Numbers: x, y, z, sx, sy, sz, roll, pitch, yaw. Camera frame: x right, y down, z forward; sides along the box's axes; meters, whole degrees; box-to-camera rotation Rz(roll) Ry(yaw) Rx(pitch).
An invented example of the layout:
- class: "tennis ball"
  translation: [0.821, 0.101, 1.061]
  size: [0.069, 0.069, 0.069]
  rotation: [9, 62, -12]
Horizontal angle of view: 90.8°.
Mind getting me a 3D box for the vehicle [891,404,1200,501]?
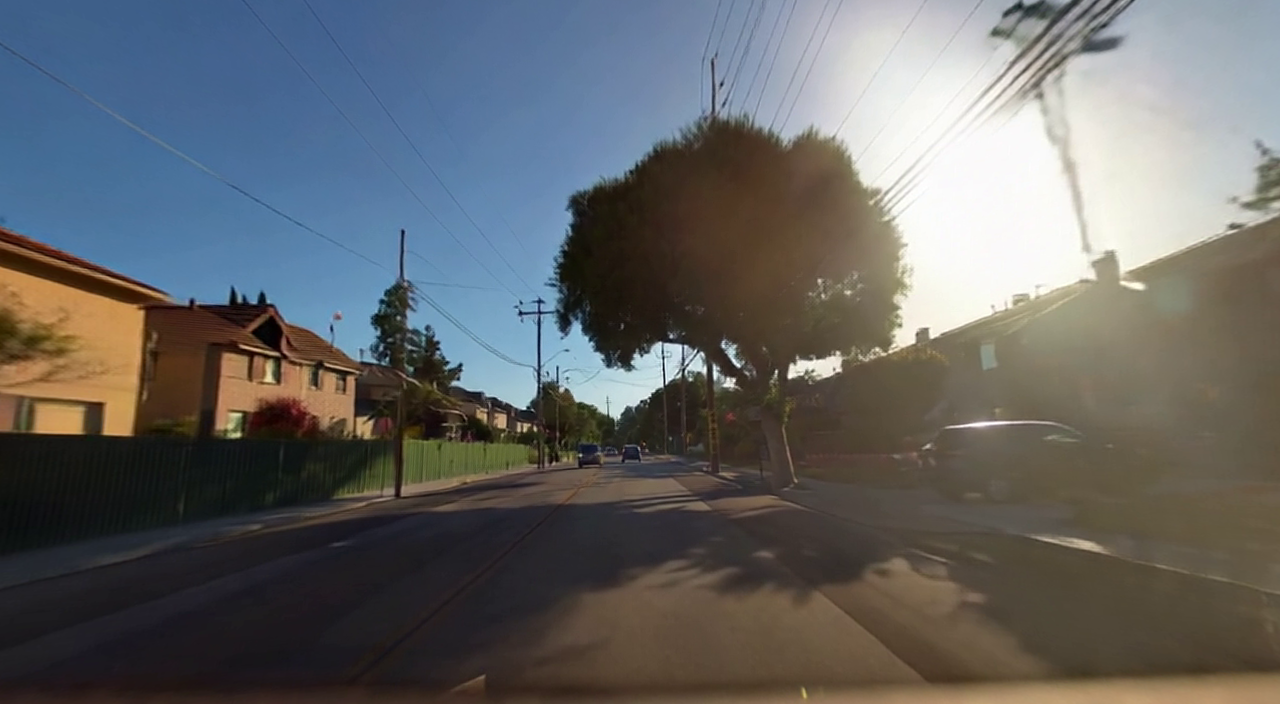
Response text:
- class: "vehicle"
  translation: [9.341, 2.370, 15.022]
  size: [5.590, 2.067, 2.553]
  rotation: [0, -9, -3]
